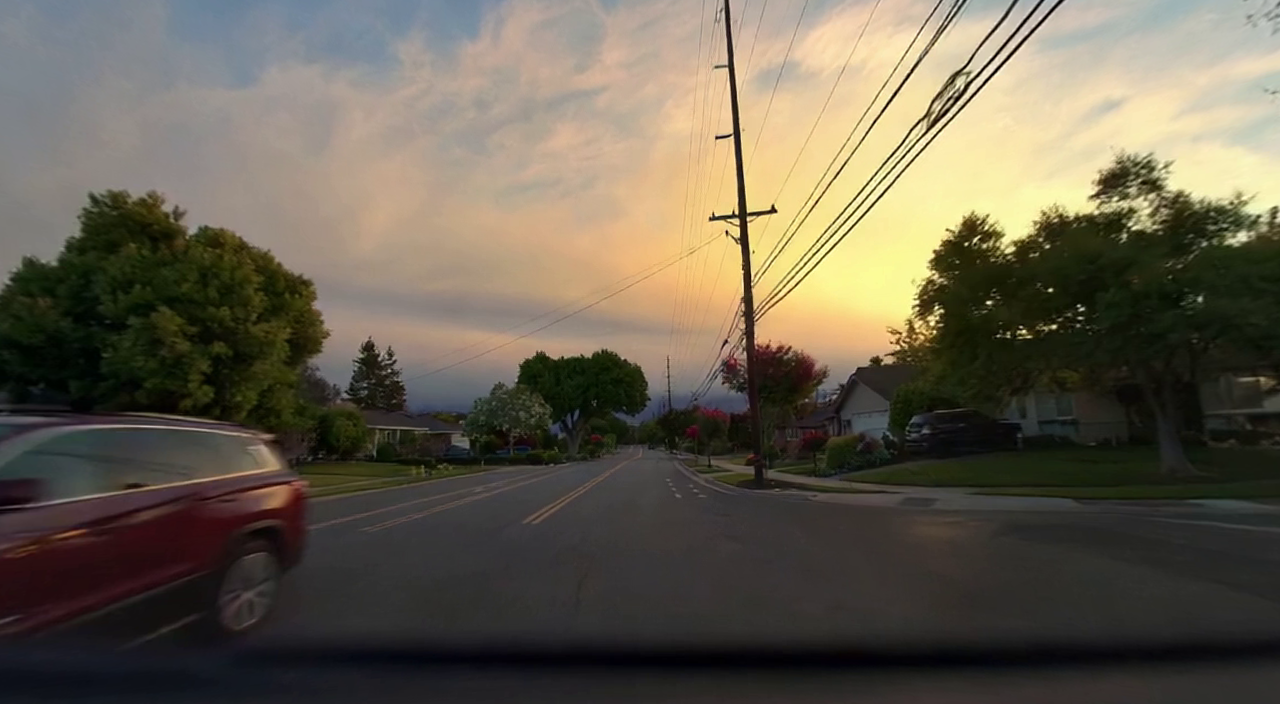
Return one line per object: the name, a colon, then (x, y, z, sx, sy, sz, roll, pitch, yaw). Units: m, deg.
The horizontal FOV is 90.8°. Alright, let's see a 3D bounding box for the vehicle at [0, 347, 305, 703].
vehicle: (-3.682, 0.903, 2.564, 2.097, 1.827, 4.603, 0, -9, 0)
